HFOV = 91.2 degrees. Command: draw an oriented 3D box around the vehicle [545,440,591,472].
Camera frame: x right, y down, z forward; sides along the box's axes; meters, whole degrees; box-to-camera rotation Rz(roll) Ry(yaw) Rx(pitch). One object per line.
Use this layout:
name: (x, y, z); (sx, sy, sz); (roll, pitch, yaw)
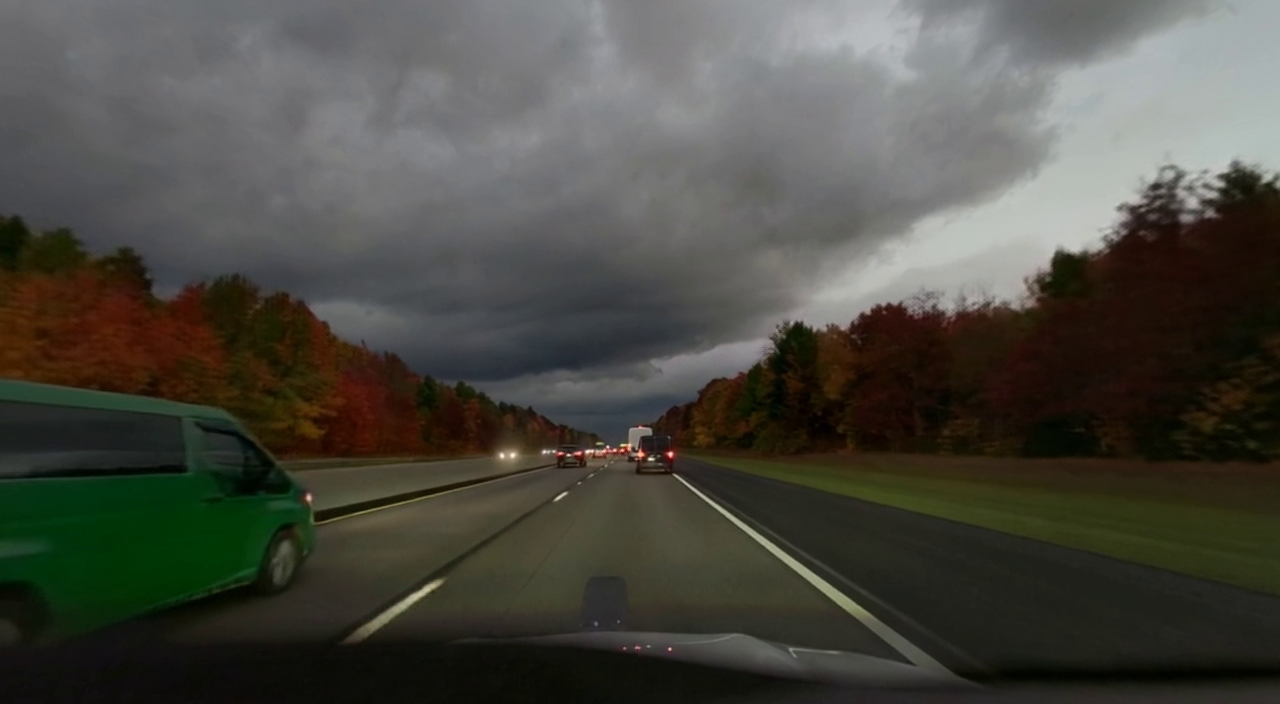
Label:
vehicle: (-3.947, 5.816, 35.192); (2.088, 1.688, 4.365); (0, -9, -1)

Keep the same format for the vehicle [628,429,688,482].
vehicle: (0.635, 4.192, 25.606); (2.179, 1.930, 4.538); (0, -9, -2)

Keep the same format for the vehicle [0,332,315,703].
vehicle: (-3.943, 0.939, 3.638); (2.021, 1.790, 3.907); (0, -9, -1)
